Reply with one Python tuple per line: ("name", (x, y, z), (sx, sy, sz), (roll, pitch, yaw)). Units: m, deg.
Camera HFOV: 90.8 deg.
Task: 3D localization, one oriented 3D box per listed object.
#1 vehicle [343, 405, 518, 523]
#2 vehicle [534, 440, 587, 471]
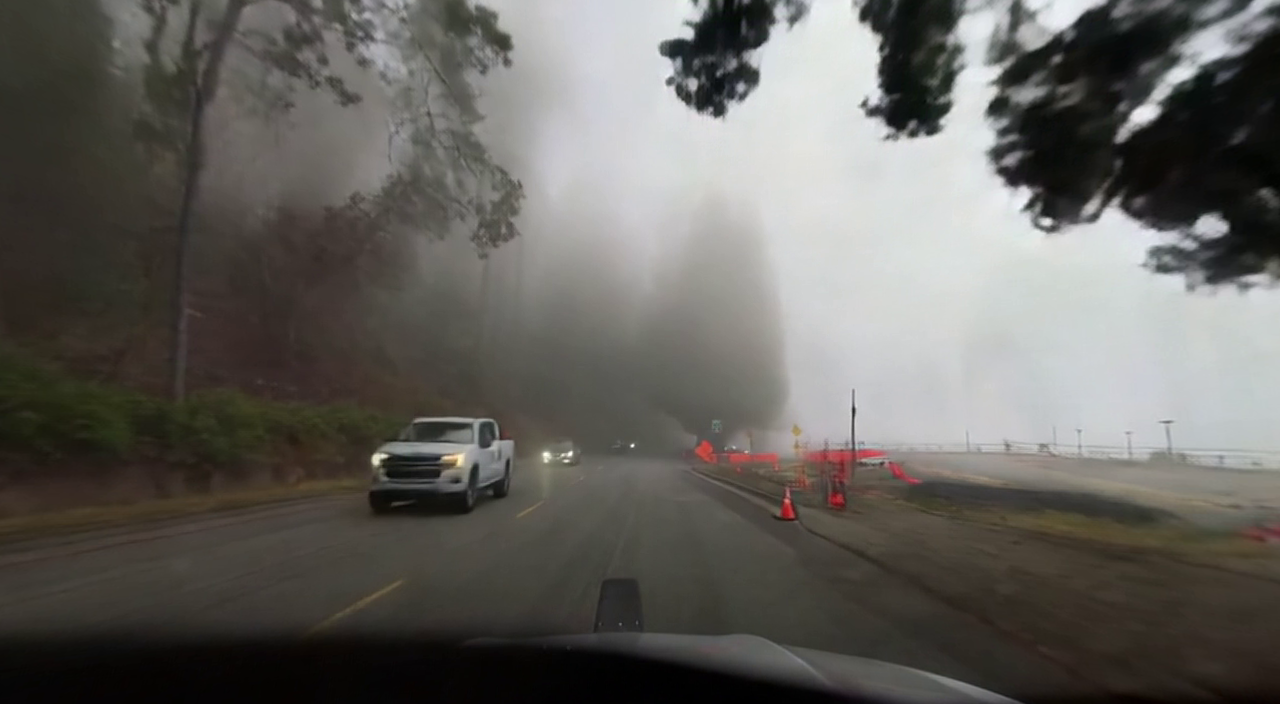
("vehicle", (-4.074, 2.268, 13.266), (2.064, 2.009, 4.512), (0, -8, 1))
("vehicle", (-4.004, 5.260, 32.365), (1.964, 1.481, 4.199), (-1, -8, 3))
